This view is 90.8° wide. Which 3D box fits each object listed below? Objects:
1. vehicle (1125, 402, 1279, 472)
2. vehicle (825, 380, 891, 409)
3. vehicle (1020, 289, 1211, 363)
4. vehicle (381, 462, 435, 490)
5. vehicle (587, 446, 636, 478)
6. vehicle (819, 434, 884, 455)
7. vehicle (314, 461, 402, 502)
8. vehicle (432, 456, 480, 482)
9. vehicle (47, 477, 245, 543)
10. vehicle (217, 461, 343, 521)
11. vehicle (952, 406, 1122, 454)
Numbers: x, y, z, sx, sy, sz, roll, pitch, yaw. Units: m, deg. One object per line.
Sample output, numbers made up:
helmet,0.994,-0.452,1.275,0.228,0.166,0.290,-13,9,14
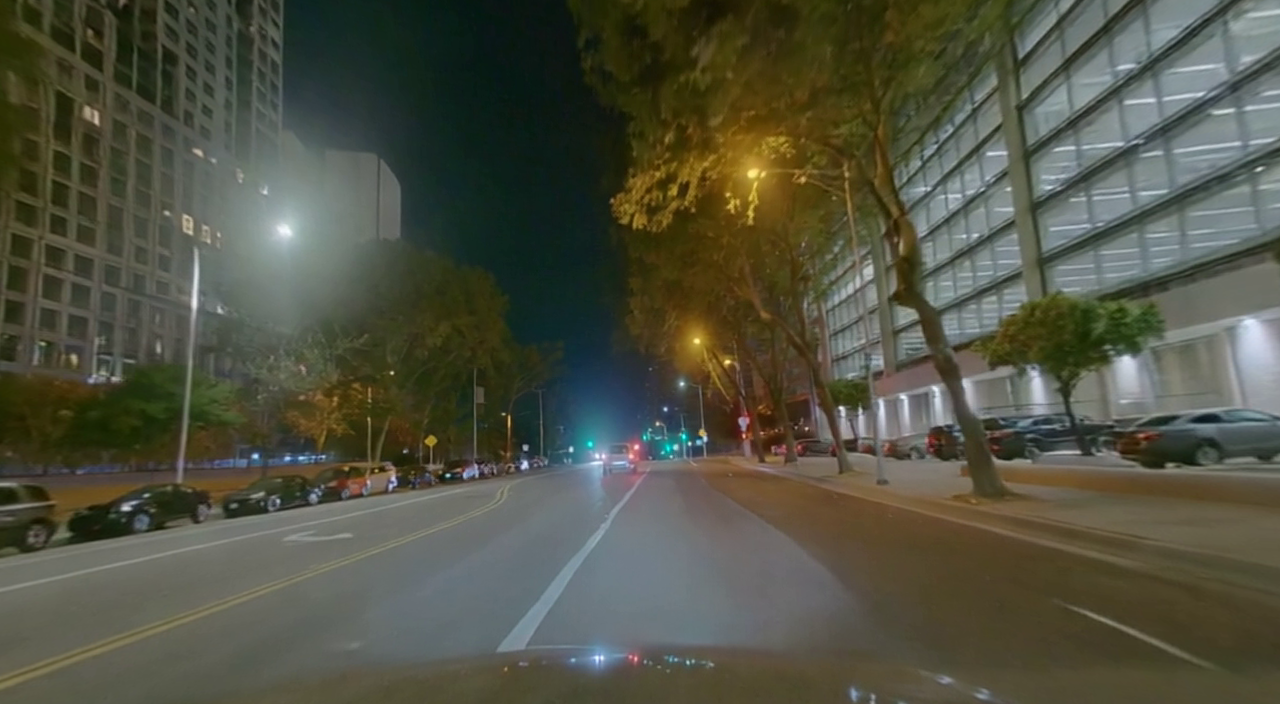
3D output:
vehicle,13.810,1.954,14.696,3.527,1.496,1.836,0,-7,0
vehicle,14.494,2.862,42.258,3.766,1.708,1.810,-2,-10,6
vehicle,13.270,-0.684,17.829,3.826,1.601,1.807,-3,-8,0
vehicle,-13.523,7.225,37.066,1.646,1.462,3.740,0,-8,1
vehicle,-1.302,5.306,30.812,2.051,1.454,4.132,0,-8,2
vehicle,14.877,6.539,44.611,3.620,1.412,2.472,0,-9,-1
vehicle,-13.692,6.283,31.036,1.984,1.635,4.525,-3,-9,4
vehicle,-13.258,8.431,45.718,1.997,1.668,4.084,-1,-8,4
vehicle,-14.397,4.606,18.869,2.021,1.438,4.616,-3,-9,4
vehicle,-14.220,5.457,25.334,1.917,1.775,5.018,-10,-9,1
vehicle,14.129,2.847,22.783,4.619,1.626,2.121,-1,-8,5
